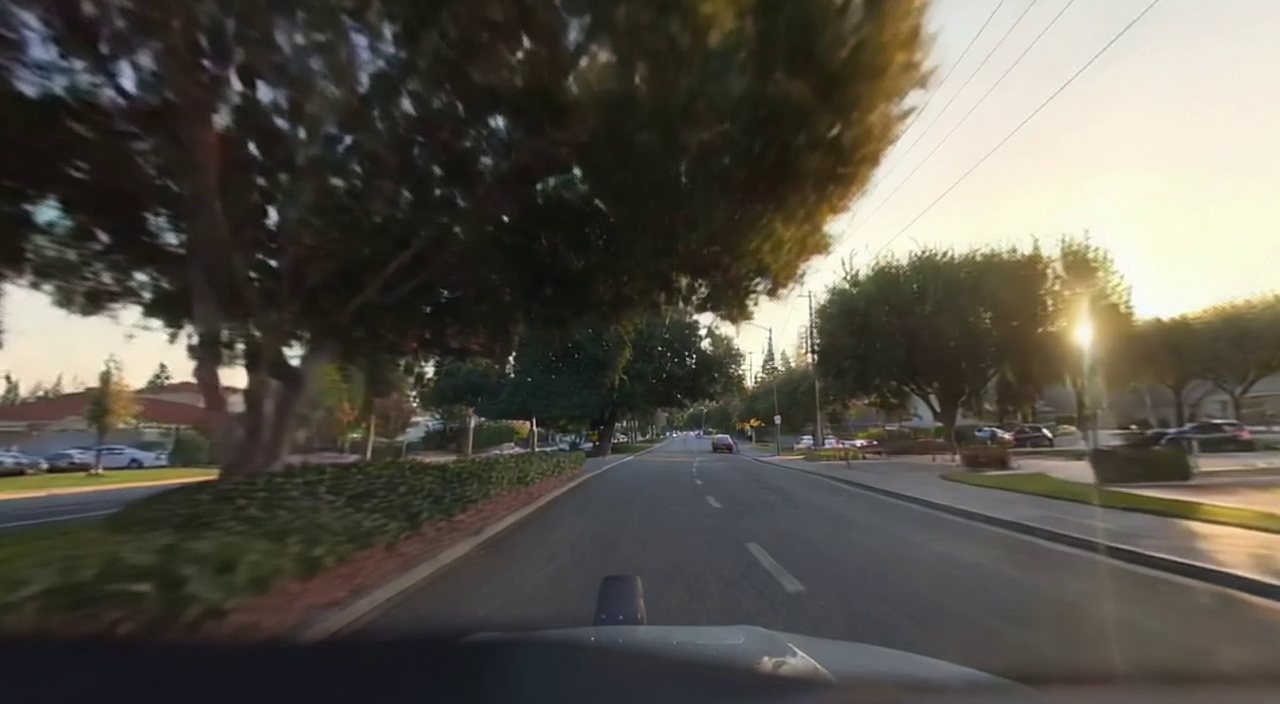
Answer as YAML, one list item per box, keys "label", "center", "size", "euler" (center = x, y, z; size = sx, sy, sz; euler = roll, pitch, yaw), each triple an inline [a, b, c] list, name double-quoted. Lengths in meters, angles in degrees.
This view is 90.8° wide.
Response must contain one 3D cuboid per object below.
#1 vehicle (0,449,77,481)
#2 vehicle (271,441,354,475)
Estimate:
- label: "vehicle"
  center: [-30.908, 5.555, 31.179]
  size: [1.884, 1.490, 4.627]
  euler: [0, -9, 1]
- label: "vehicle"
  center: [-17.822, 5.792, 34.654]
  size: [1.970, 1.696, 4.410]
  euler: [-1, -9, 4]
